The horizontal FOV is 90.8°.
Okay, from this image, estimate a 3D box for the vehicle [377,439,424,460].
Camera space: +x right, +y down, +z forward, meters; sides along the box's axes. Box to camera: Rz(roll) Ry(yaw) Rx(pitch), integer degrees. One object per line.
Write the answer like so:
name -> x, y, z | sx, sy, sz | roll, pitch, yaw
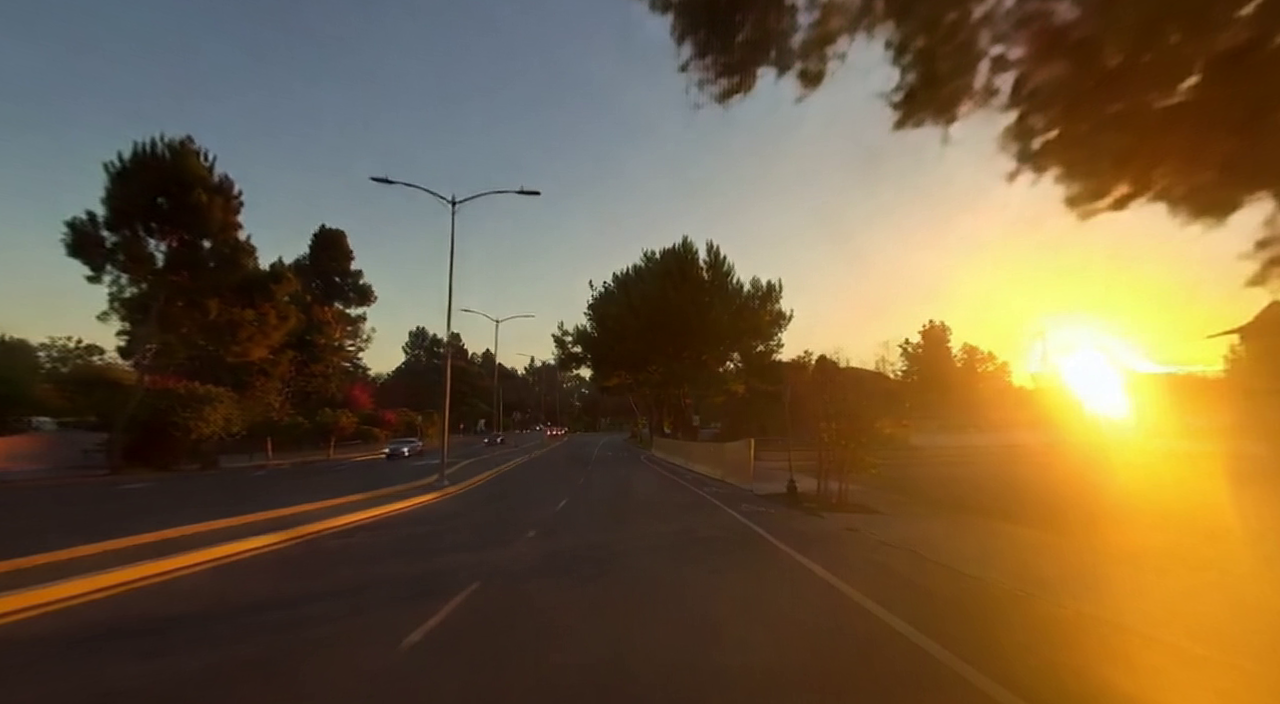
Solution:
vehicle -> -18.497, 7.574, 49.018 | 1.892, 1.521, 4.641 | 0, -9, -1
